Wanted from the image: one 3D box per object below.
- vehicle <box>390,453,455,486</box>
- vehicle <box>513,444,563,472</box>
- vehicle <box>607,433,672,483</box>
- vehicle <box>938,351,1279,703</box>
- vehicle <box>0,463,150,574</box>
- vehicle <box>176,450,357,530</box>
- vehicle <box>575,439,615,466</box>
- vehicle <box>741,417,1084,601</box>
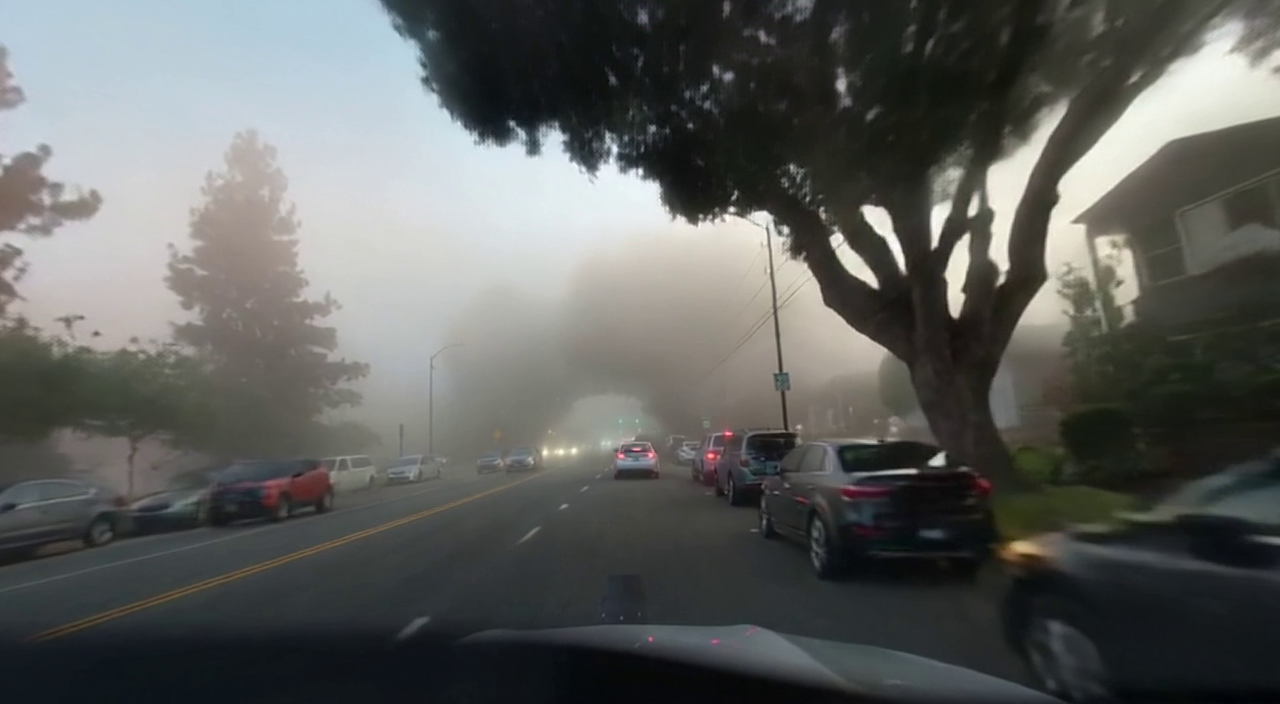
[{"bbox_3d":[-12.076,6.543,35.417,2.070,1.610,4.356,0,-8,1],"label":"vehicle"},{"bbox_3d":[-5.803,6.086,36.451,1.987,1.478,4.693,0,-8,1],"label":"vehicle"},{"bbox_3d":[-0.013,3.682,22.233,2.041,1.575,4.304,0,-8,0],"label":"vehicle"},{"bbox_3d":[2.656,0.701,1.060,2.079,1.552,4.642,0,-8,1],"label":"vehicle"},{"bbox_3d":[-12.194,3.169,11.843,1.979,1.815,5.139,-6,-8,0],"label":"vehicle"},{"bbox_3d":[-9.017,3.316,15.771,1.918,1.648,4.163,0,-8,0],"label":"vehicle"},{"bbox_3d":[-2.737,6.214,39.211,2.117,1.528,4.277,0,-8,1],"label":"vehicle"},{"bbox_3d":[2.637,1.642,7.612,2.030,1.505,4.626,0,-8,0],"label":"vehicle"}]
